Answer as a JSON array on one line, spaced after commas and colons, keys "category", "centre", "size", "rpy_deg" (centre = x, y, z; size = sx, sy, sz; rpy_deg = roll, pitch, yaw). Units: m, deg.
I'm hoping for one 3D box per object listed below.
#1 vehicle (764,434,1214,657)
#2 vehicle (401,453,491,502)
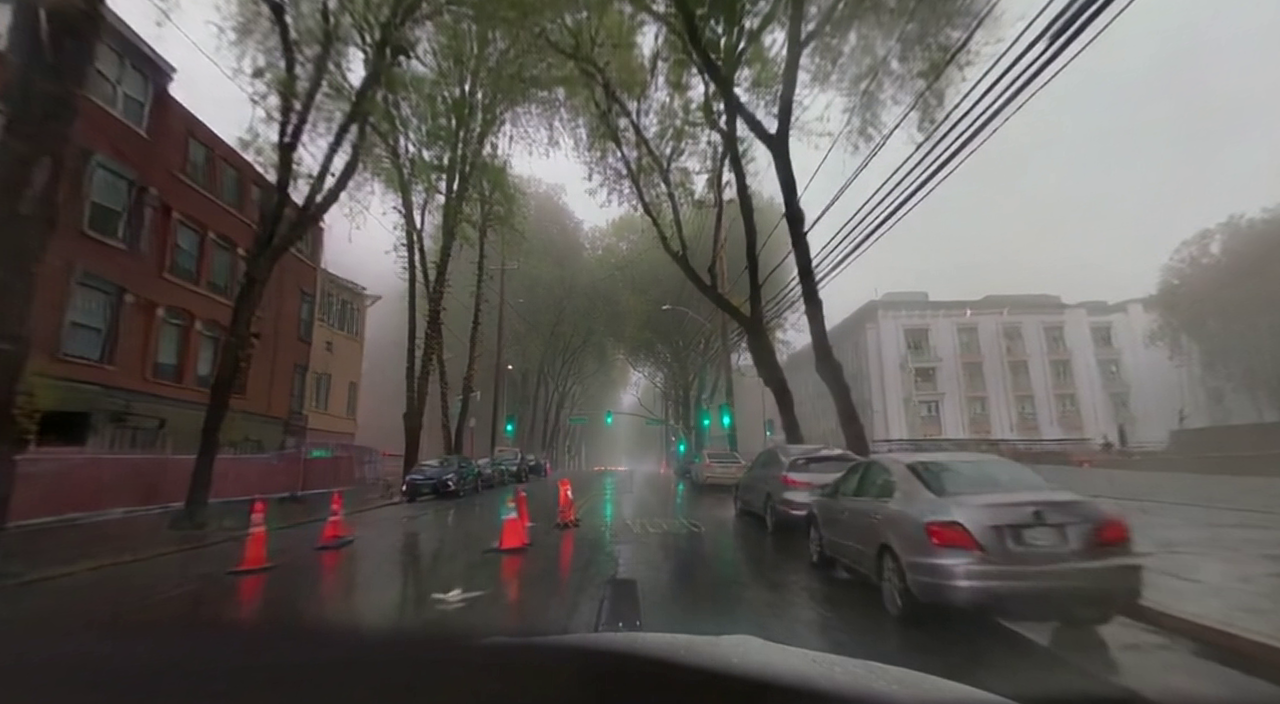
[{"category": "vehicle", "centre": [2.872, 1.677, 6.769], "size": [2.010, 1.499, 4.754], "rpy_deg": [0, -8, -1]}, {"category": "vehicle", "centre": [-6.659, 4.330, 22.215], "size": [1.968, 1.450, 4.271], "rpy_deg": [0, -8, -2]}]
